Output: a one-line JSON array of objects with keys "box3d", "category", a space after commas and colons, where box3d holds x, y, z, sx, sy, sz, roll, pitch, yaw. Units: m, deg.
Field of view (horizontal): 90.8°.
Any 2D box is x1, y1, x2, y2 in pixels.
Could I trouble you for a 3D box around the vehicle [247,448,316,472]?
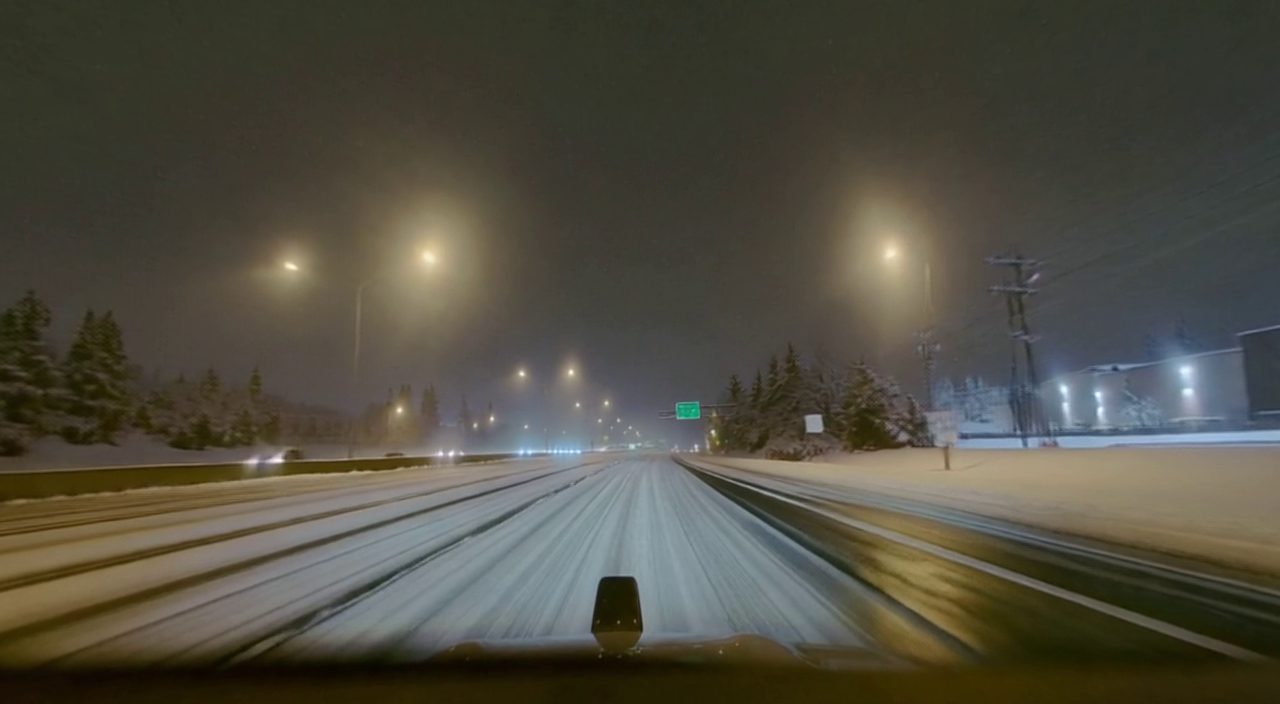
[{"box3d": [-25.193, 7.606, 44.572, 1.950, 1.541, 4.799, -1, -8, 1], "category": "vehicle"}]
